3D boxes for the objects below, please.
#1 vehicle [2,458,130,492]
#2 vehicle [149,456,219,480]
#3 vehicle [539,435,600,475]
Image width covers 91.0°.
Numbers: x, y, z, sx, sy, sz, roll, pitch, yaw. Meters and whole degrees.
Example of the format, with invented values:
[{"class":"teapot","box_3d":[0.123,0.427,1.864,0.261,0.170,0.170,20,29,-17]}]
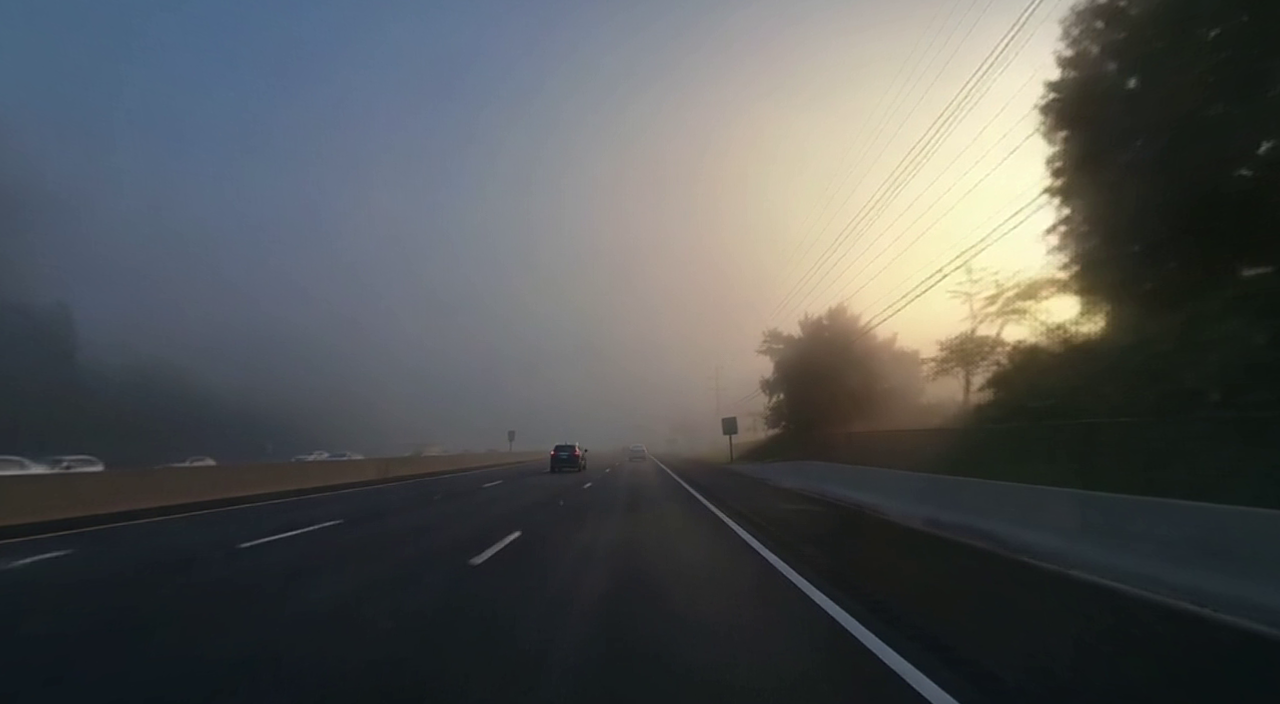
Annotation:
[{"class":"vehicle","box_3d":[-28.497,6.099,31.533,1.860,1.499,4.752,0,-9,1]},{"class":"vehicle","box_3d":[-34.460,8.735,47.715,1.922,1.659,4.456,0,-9,0]},{"class":"vehicle","box_3d":[-3.657,5.508,33.808,2.577,1.939,5.408,0,-9,1]}]
